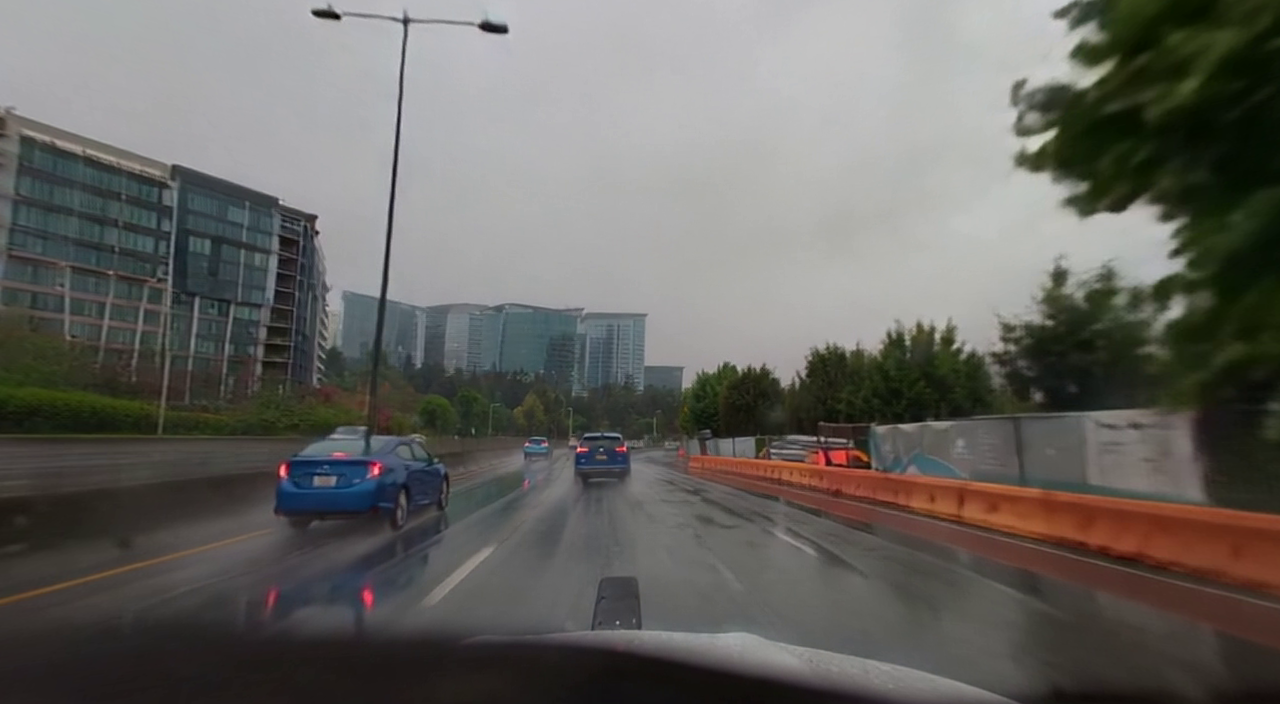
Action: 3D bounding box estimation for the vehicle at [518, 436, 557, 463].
[{"bbox_3d":[-6.045,5.771,37.576,1.888,1.486,4.310,1,-8,-4],"label":"vehicle"}]

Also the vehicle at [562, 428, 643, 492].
[{"bbox_3d":[-0.911,2.817,16.767,1.913,1.499,3.581,0,-8,-1],"label":"vehicle"}]

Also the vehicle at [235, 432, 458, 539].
[{"bbox_3d":[-4.499,2.051,10.442,1.848,1.406,4.013,0,-8,-2],"label":"vehicle"}]
